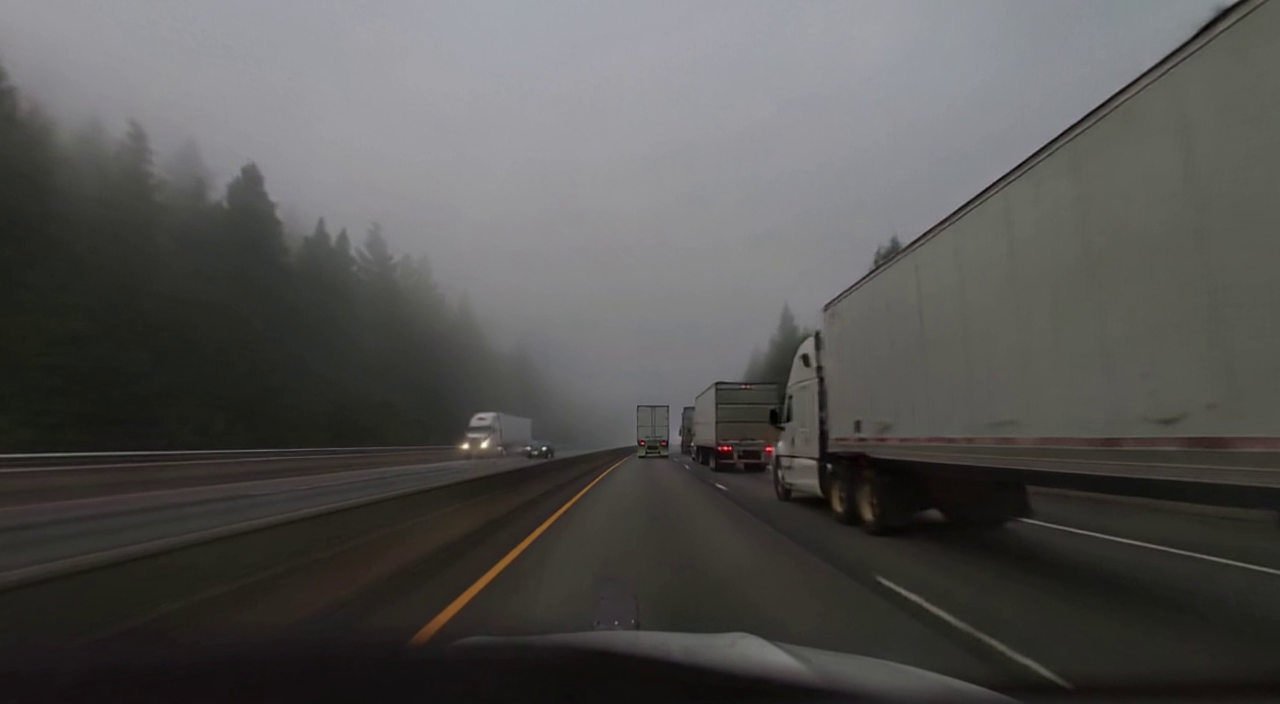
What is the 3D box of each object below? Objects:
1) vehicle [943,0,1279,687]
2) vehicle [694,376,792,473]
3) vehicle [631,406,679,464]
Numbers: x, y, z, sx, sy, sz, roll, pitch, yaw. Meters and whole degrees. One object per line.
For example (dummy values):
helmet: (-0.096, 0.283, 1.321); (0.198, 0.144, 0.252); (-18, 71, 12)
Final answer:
vehicle: (4.916, -0.267, 2.753); (2.843, 3.940, 8.349); (0, -8, -1)
vehicle: (4.967, 4.057, 33.731); (2.851, 4.077, 14.289); (0, -8, 0)
vehicle: (0.883, 5.215, 39.302); (2.644, 3.247, 7.454); (-1, -8, 1)
